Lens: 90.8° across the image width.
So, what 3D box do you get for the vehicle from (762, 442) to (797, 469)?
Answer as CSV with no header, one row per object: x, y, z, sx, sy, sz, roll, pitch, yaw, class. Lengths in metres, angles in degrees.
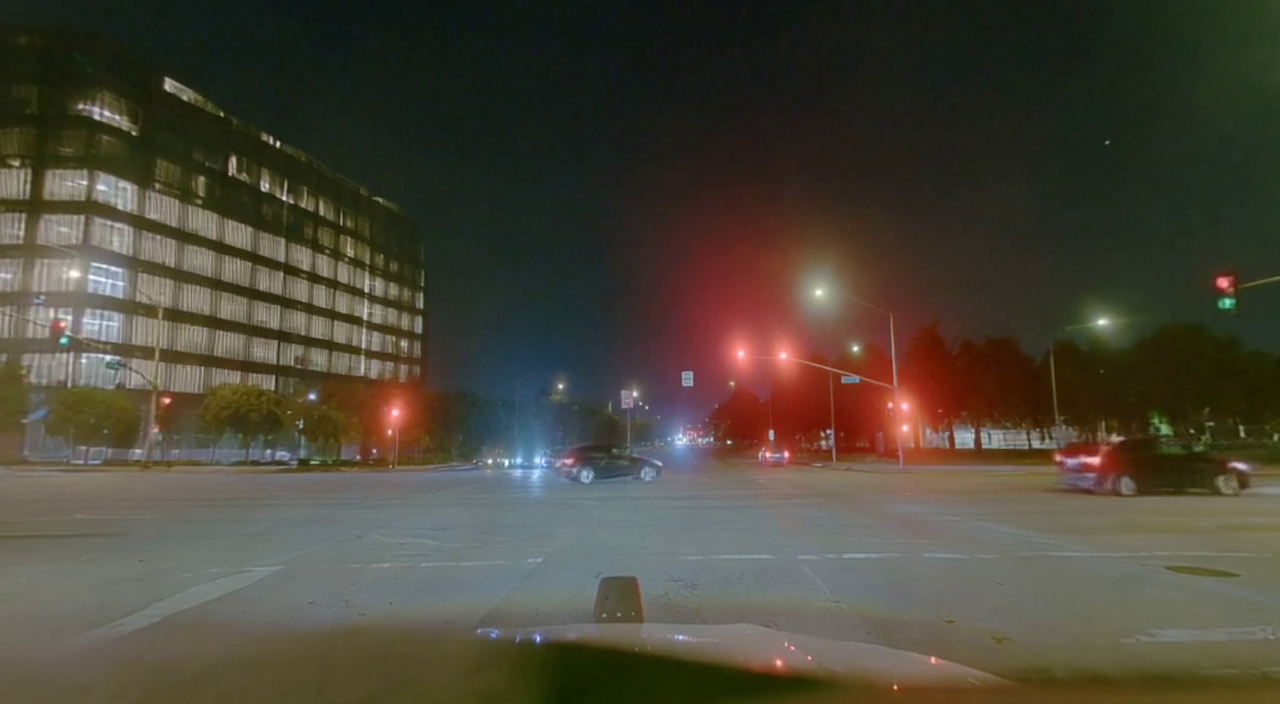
8.958,6.572,40.327,1.955,1.569,4.397,-2,-9,14,vehicle

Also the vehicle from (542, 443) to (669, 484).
-1.305,4.261,24.472,4.424,1.454,2.043,5,-10,-30,vehicle

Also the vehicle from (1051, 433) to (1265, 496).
15.969,3.460,19.671,4.923,1.800,2.153,1,-8,-6,vehicle
